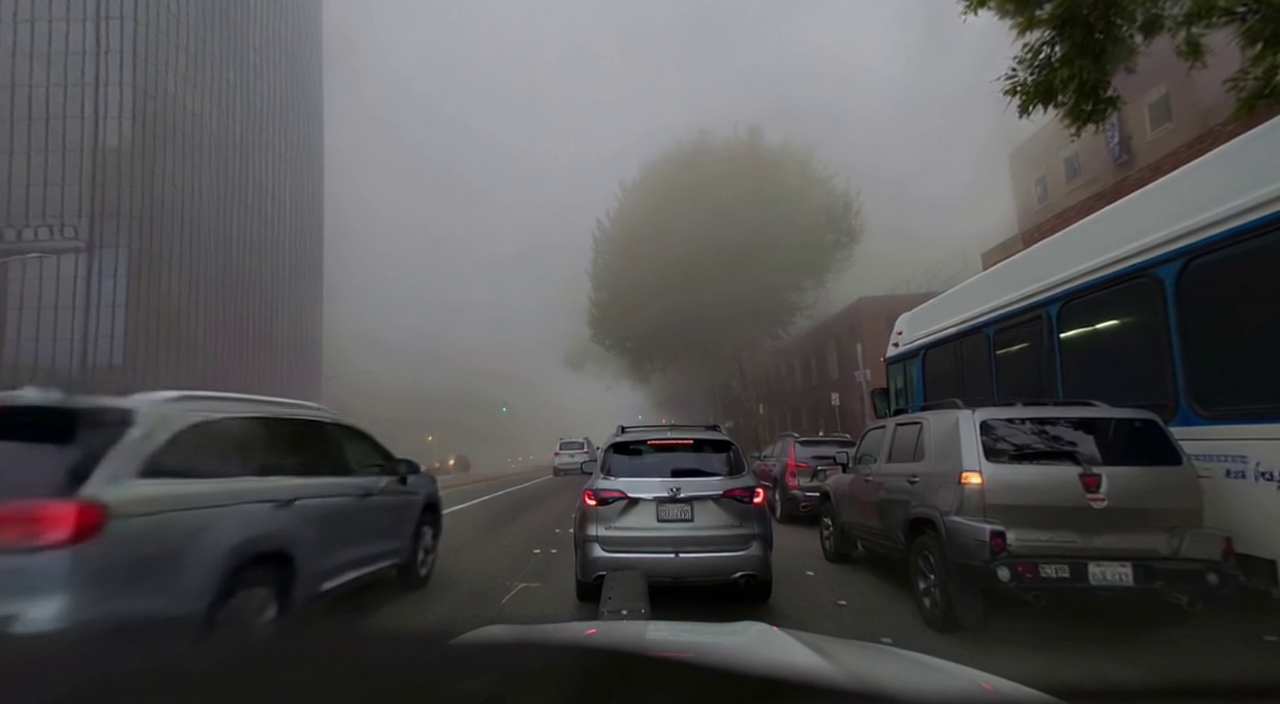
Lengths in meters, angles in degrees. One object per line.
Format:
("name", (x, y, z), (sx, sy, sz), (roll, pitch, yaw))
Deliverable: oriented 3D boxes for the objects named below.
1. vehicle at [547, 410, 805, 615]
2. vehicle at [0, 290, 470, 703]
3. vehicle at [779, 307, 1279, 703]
("vehicle", (0.229, 1.548, 6.878), (2.045, 1.608, 3.573), (0, -9, -2))
("vehicle", (-3.203, 1.111, 4.494), (2.375, 1.847, 5.606), (0, -9, 0))
("vehicle", (2.739, 1.090, 4.909), (2.117, 1.855, 4.794), (0, -9, -1))
